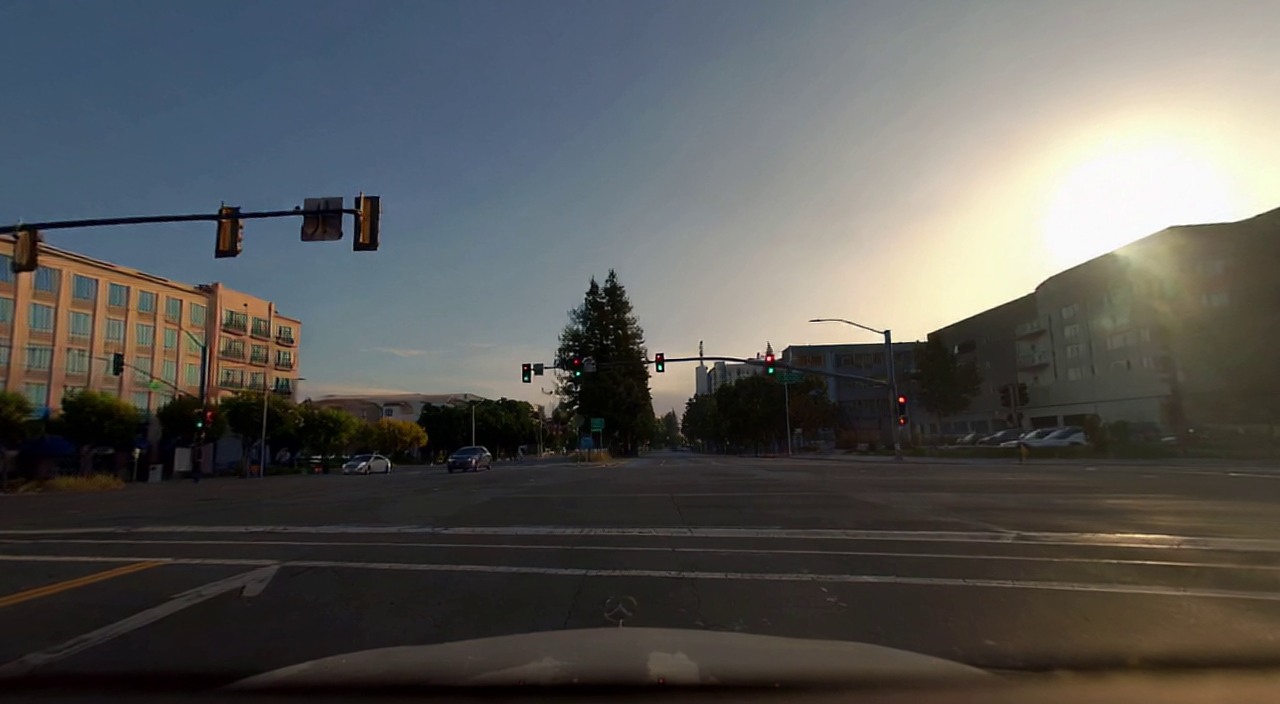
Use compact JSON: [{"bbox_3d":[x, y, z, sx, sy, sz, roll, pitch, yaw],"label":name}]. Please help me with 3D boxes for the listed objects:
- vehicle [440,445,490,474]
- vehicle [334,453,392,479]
[{"bbox_3d":[-12.170,7.476,44.234,2.151,1.847,4.634,0,-9,0],"label":"vehicle"},{"bbox_3d":[-18.852,7.744,43.223,1.933,1.664,4.255,0,-9,1],"label":"vehicle"}]
